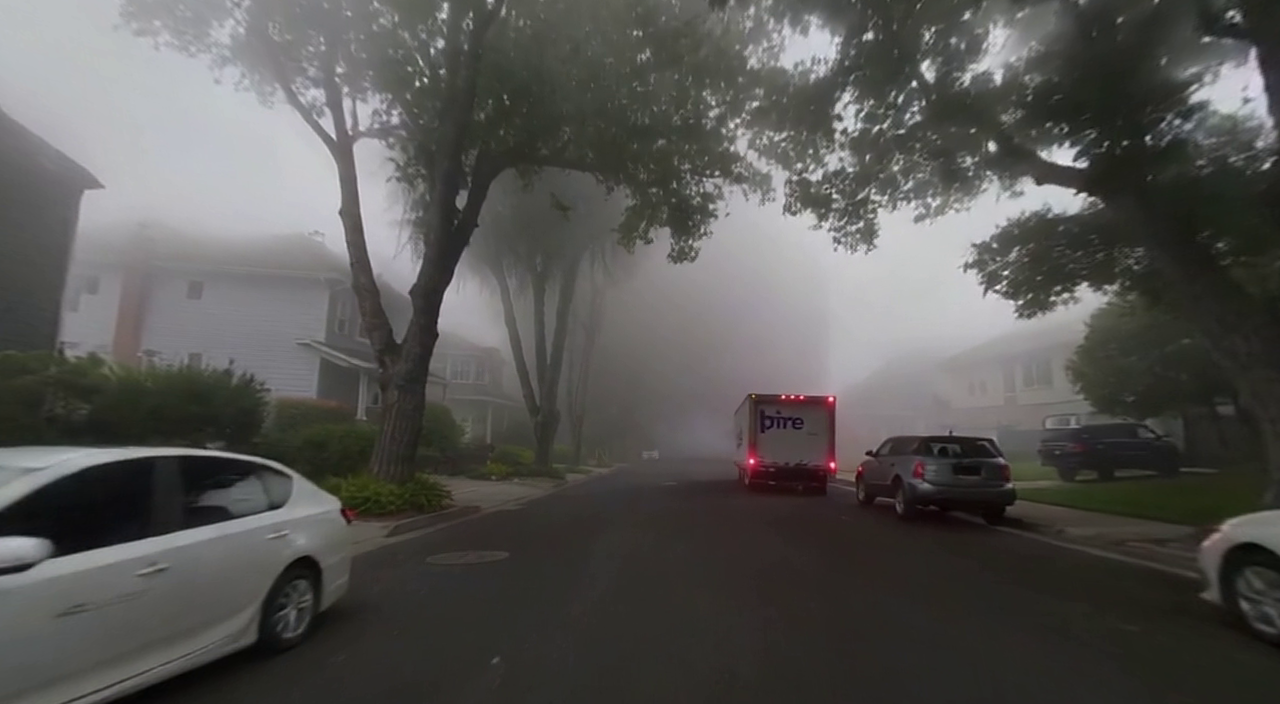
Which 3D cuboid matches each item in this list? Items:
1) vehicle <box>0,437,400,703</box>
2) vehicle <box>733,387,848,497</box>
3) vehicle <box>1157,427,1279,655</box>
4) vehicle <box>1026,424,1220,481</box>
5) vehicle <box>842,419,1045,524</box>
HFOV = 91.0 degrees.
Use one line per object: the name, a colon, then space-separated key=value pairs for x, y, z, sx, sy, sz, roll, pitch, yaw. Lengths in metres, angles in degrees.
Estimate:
vehicle: x=-3.318 y=1.124 z=2.926 sx=1.938 sy=1.402 sz=5.095 roll=2 pitch=-9 yaw=6
vehicle: x=4.749 y=3.068 z=21.436 sx=2.924 sy=3.018 sz=7.600 roll=-1 pitch=-9 yaw=7
vehicle: x=5.169 y=1.068 z=2.856 sx=1.943 sy=1.511 sz=4.582 roll=-1 pitch=-8 yaw=4
vehicle: x=15.117 y=3.163 z=19.910 sx=4.418 sy=1.695 sz=1.931 roll=0 pitch=-8 yaw=2
vehicle: x=6.283 y=2.517 z=13.802 sx=2.410 sy=1.902 sz=4.277 roll=-1 pitch=-8 yaw=3
